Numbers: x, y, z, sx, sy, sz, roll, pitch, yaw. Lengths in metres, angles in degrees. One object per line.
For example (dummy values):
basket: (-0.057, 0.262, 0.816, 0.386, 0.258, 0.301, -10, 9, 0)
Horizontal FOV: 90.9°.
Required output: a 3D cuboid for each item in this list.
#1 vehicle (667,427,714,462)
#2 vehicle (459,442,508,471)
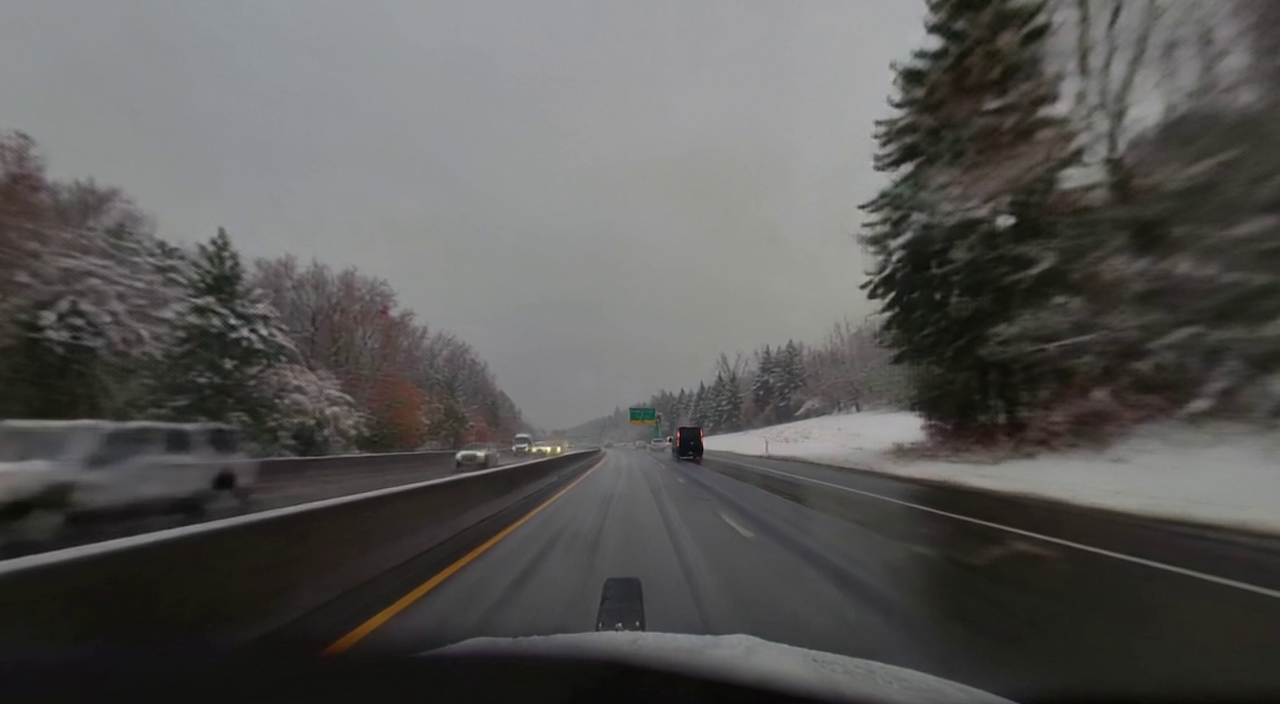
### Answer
vehicle: (3.105, 5.835, 39.893, 2.393, 2.072, 4.958, 1, -8, -2)
vehicle: (-8.802, 5.894, 35.781, 1.784, 1.501, 3.916, 0, -8, -1)
